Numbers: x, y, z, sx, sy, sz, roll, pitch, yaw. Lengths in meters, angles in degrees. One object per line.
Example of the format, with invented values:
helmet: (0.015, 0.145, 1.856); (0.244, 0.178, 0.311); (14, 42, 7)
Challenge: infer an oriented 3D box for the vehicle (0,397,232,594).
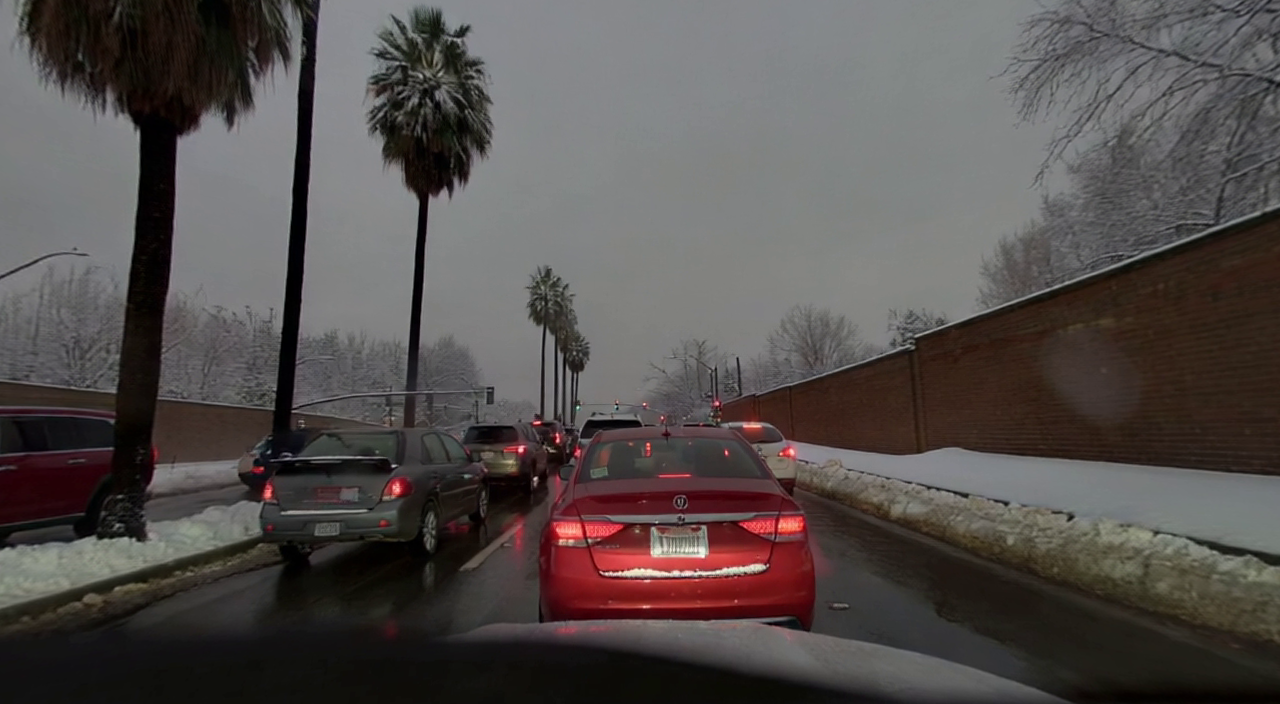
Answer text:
vehicle: (-6.671, 1.398, 6.411); (1.963, 1.721, 4.662); (0, -8, -2)

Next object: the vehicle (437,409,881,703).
vehicle: (0.043, 1.335, 5.219); (2.128, 1.473, 4.272); (0, -8, -1)

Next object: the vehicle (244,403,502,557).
vehicle: (-3.513, 1.772, 9.306); (2.055, 1.746, 4.136); (0, -8, -1)
